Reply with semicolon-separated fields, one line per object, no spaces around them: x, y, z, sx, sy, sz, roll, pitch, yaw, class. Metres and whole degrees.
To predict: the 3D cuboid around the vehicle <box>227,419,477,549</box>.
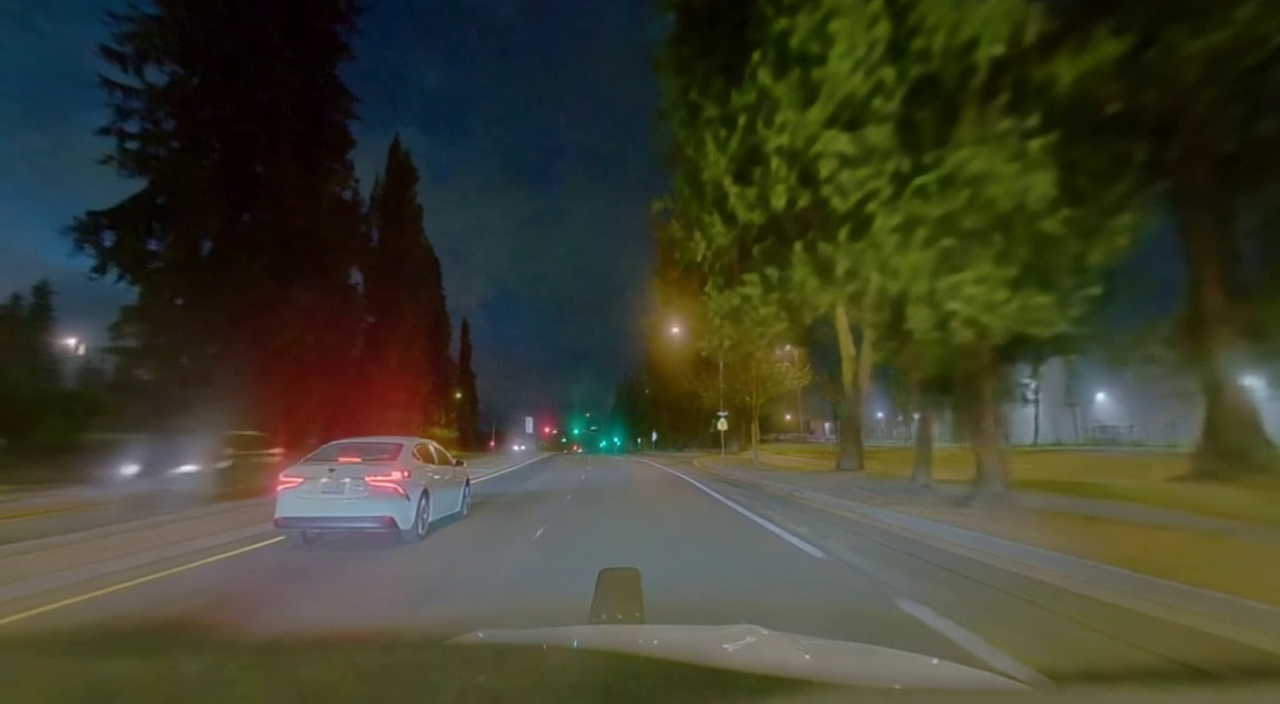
-3.989;1.882;9.722;1.915;1.521;4.283;0;-8;-2;vehicle

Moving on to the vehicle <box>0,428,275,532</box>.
-9.453;2.359;12.332;2.084;1.521;4.669;-3;-8;-3;vehicle
